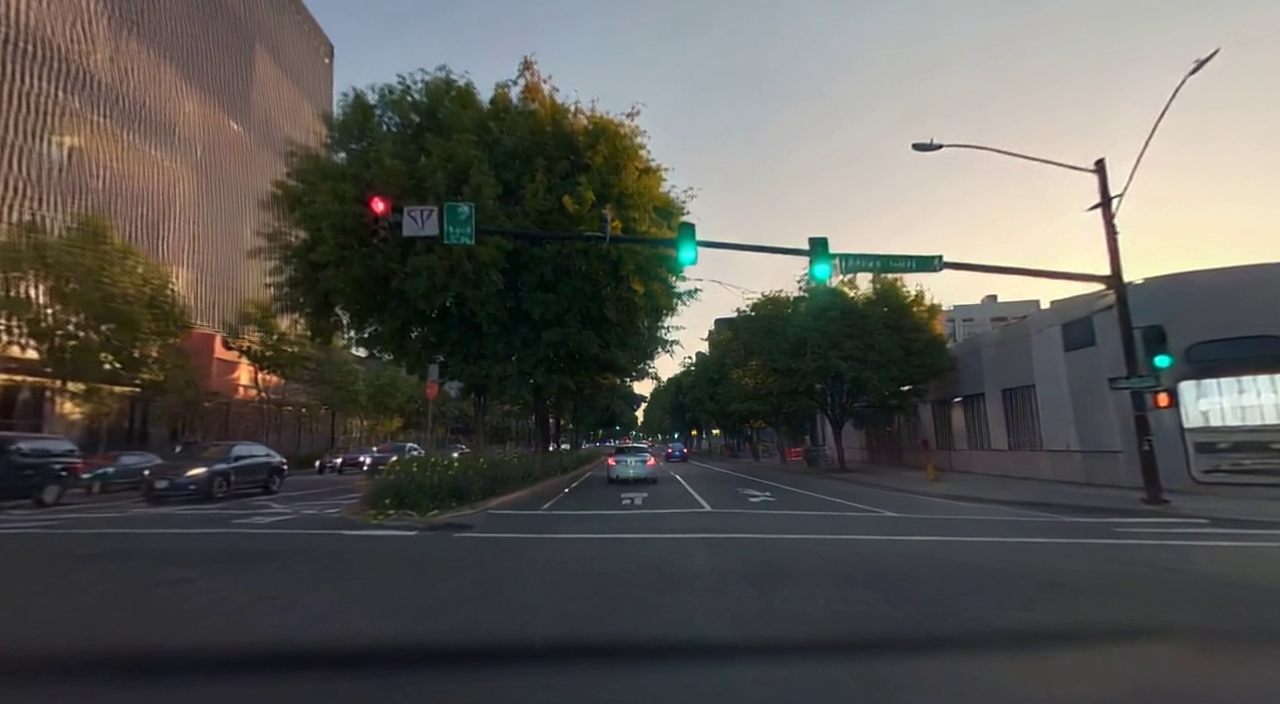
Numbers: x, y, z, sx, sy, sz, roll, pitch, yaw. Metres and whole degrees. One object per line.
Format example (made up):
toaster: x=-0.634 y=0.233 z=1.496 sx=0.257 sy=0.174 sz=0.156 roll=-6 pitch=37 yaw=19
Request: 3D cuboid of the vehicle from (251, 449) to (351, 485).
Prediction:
vehicle: x=-16.215 y=5.506 z=30.618 sx=2.017 sy=1.315 sz=5.374 roll=-5 pitch=-8 yaw=-1

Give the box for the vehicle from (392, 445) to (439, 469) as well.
vehicle: x=-17.186 y=8.019 z=48.617 sx=2.055 sy=1.577 sz=4.710 roll=-4 pitch=-8 yaw=-2

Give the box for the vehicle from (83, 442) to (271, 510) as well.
vehicle: x=-12.315 y=3.271 z=17.245 sx=2.000 sy=1.507 sz=4.286 roll=-2 pitch=-8 yaw=-2

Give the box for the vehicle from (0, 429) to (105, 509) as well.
vehicle: x=-15.663 y=2.774 z=14.800 sx=2.119 sy=1.815 sz=4.795 roll=-3 pitch=-8 yaw=-1

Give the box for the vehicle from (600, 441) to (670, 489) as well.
vehicle: x=-0.181 y=3.828 z=21.824 sx=2.144 sy=1.398 sz=3.963 roll=2 pitch=-8 yaw=-1
